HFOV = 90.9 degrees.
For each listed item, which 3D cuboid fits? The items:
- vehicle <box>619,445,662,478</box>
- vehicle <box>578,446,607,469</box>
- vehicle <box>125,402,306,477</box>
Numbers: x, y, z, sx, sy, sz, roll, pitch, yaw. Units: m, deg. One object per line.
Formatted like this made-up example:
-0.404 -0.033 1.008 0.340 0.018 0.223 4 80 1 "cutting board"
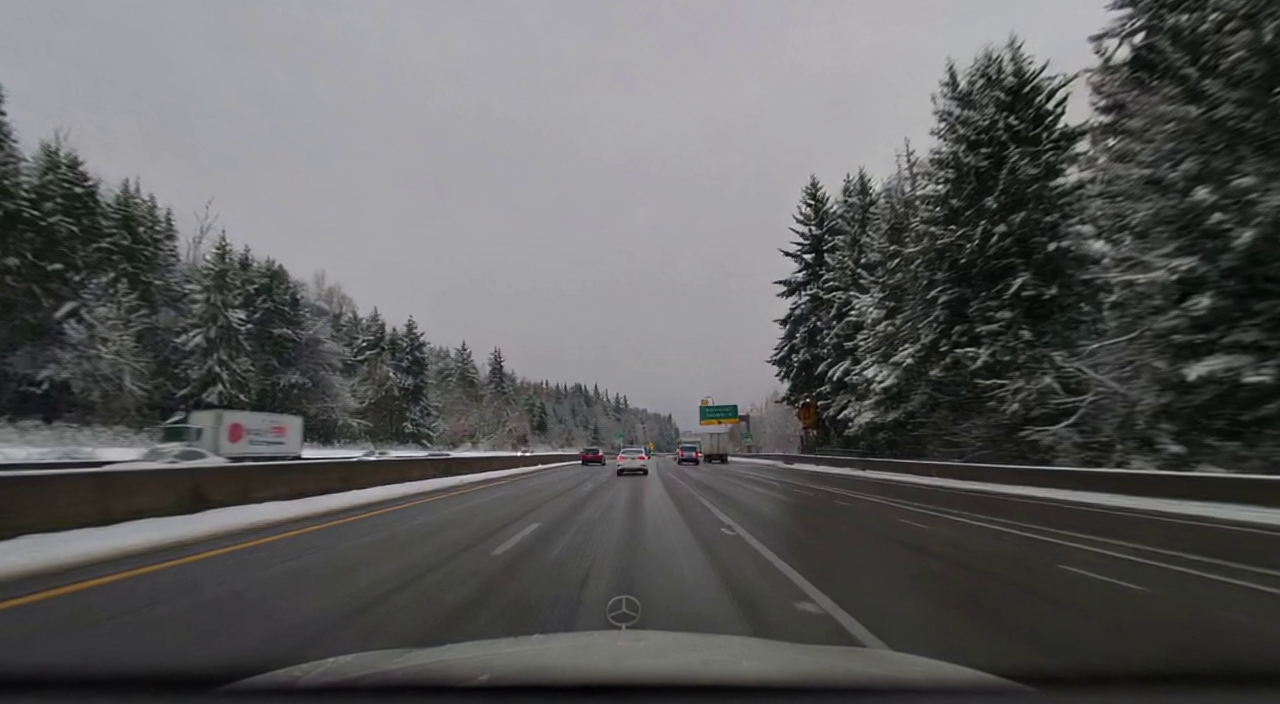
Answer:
0.027 5.510 31.813 2.035 1.513 4.272 0 -9 0 "vehicle"
-3.431 7.702 46.036 1.874 1.555 3.487 0 -9 0 "vehicle"
-24.694 5.325 37.729 3.117 3.806 10.287 -1 -9 3 "vehicle"
